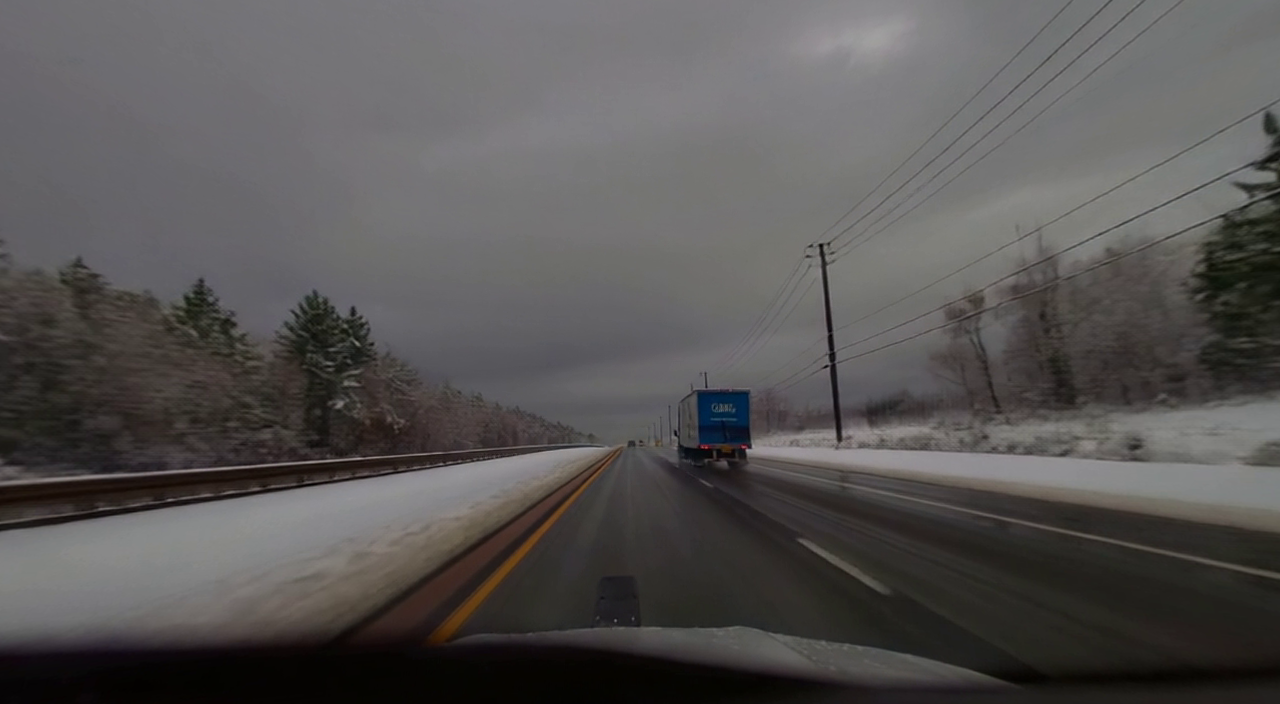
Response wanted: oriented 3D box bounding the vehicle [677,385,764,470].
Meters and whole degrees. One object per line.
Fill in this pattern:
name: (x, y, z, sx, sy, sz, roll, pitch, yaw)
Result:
vehicle: (3.783, 3.948, 32.242, 3.037, 3.672, 9.136, 0, -8, -1)
